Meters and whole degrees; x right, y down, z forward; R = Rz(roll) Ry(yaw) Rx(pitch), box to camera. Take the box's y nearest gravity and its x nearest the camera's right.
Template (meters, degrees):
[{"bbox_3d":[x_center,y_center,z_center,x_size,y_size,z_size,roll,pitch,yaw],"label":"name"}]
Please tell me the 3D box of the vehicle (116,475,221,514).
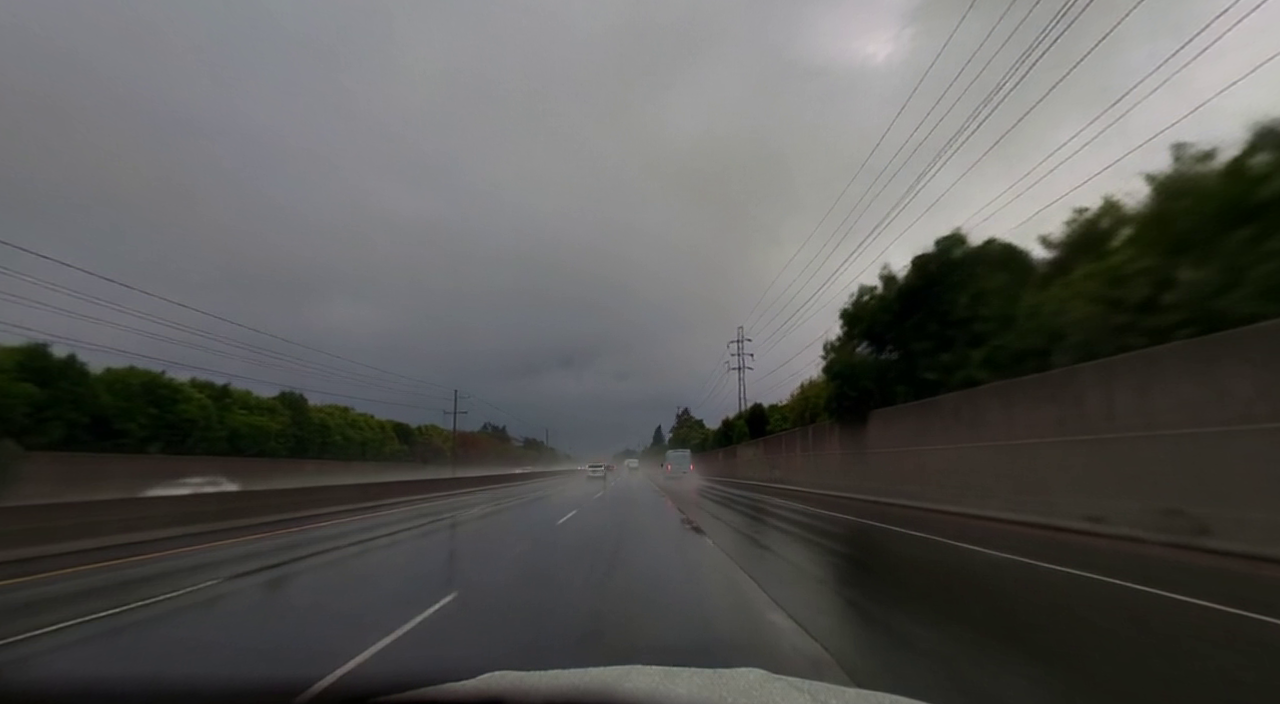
[{"bbox_3d":[-21.296,6.434,28.643,1.802,1.569,3.731,1,-11,0],"label":"vehicle"}]
